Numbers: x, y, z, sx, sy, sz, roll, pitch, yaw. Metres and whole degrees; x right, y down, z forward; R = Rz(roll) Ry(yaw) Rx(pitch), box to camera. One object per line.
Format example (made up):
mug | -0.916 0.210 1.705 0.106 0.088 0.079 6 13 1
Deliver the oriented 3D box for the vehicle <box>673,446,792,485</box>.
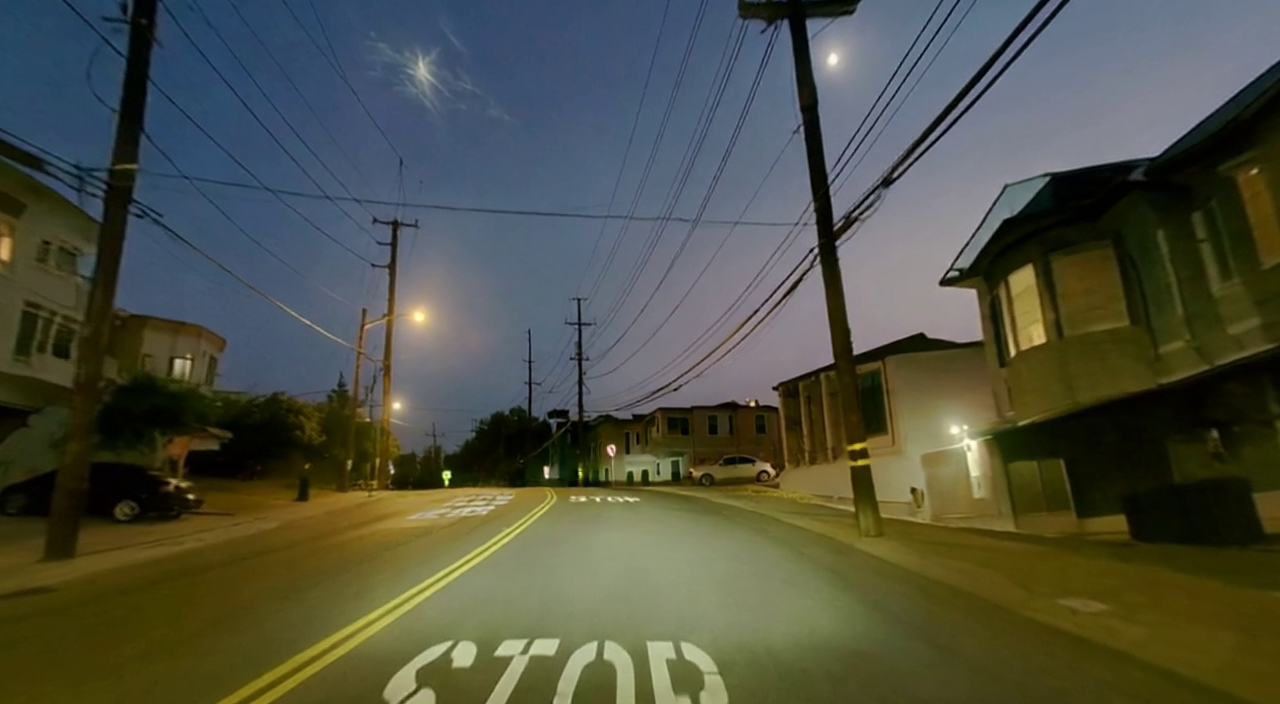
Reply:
vehicle | 4.721 5.850 32.557 5.578 1.842 2.300 3 -9 -12

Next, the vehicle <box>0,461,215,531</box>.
vehicle | -13.356 3.510 15.681 4.146 1.535 1.862 0 -8 -4

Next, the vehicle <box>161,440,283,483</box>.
vehicle | -21.450 5.753 32.725 4.942 1.912 2.121 7 -17 -30
